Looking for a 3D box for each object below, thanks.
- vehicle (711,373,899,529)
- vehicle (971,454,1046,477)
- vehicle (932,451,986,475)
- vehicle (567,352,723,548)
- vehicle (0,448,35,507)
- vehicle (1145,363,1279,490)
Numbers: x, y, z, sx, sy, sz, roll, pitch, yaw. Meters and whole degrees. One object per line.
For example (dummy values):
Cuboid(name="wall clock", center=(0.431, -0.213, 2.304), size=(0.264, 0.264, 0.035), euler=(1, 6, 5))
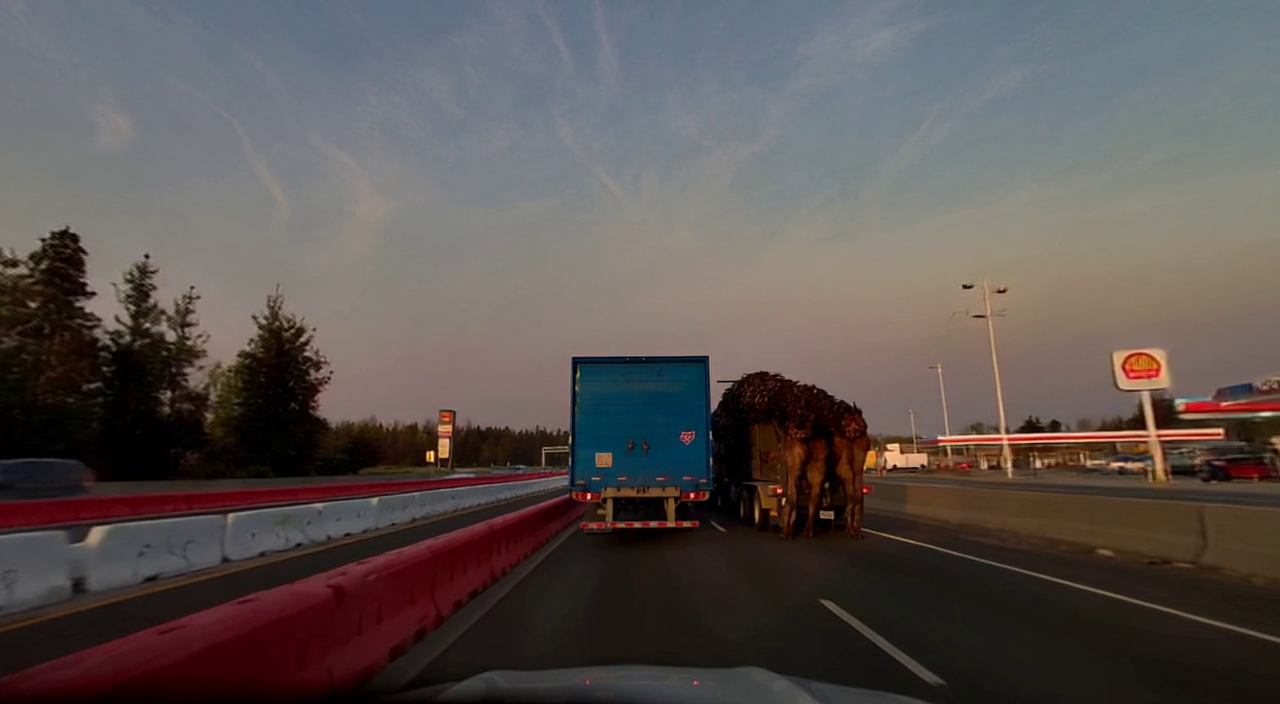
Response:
Cuboid(name="vehicle", center=(4.426, 3.182, 19.676), size=(2.936, 3.640, 9.443), euler=(1, -10, -2))
Cuboid(name="vehicle", center=(24.554, 7.608, 42.207), size=(1.762, 1.470, 4.485), euler=(3, -11, -10))
Cuboid(name="vehicle", center=(24.659, 8.638, 48.843), size=(1.919, 1.722, 4.024), euler=(1, -10, -3))
Cuboid(name="vehicle", center=(0.043, 2.429, 15.111), size=(2.618, 3.306, 8.676), euler=(1, -10, -1))
Cuboid(name="vehicle", center=(-49.547, 9.579, 48.927), size=(2.845, 4.081, 14.460), euler=(11, -14, -44))
Cuboid(name="vehicle", center=(20.915, 2.603, 20.863), size=(3.045, 3.794, 6.110), euler=(1, -11, 0))
